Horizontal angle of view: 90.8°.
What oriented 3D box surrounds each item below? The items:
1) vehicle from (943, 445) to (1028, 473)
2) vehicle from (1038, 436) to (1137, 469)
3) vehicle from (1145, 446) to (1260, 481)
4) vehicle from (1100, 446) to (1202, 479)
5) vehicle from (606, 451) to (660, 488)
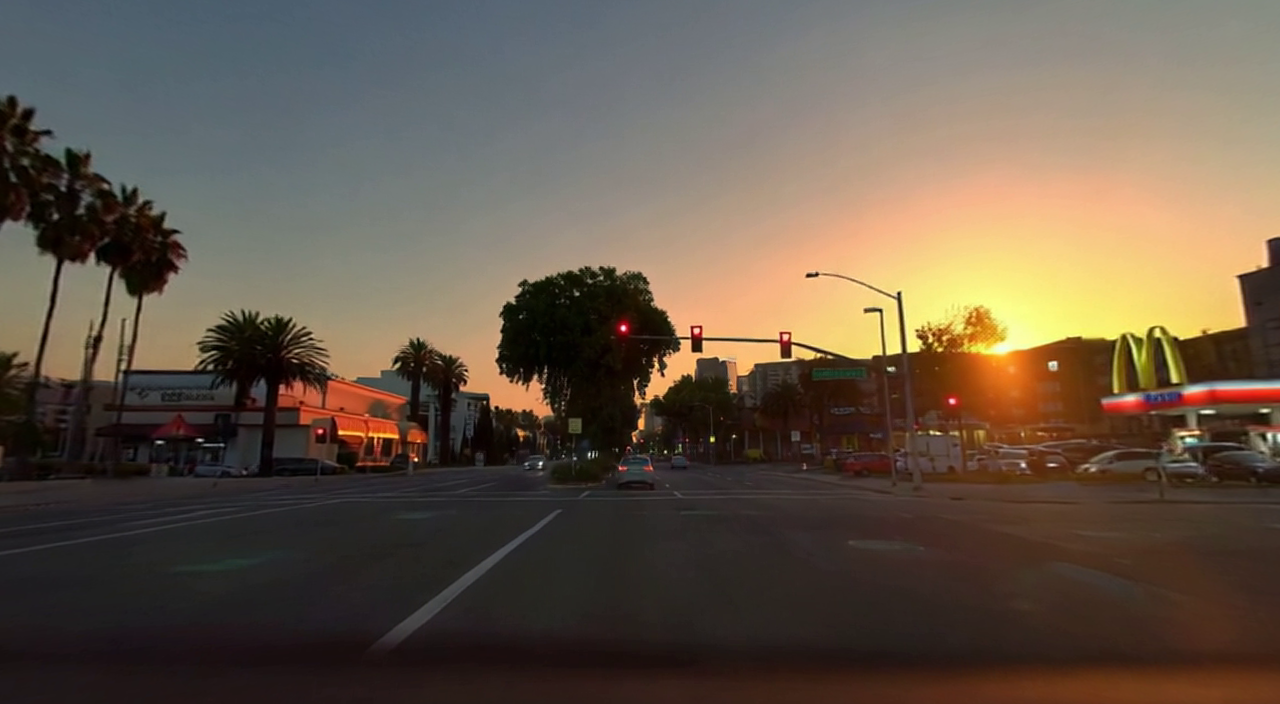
[{"bbox_3d":[19.400,6.015,35.659,3.833,1.495,1.892,-3,-9,17],"label":"vehicle"},{"bbox_3d":[24.344,5.518,34.514,3.783,1.560,1.853,-4,-11,9],"label":"vehicle"},{"bbox_3d":[26.207,5.182,29.630,1.923,1.501,3.849,0,-9,2],"label":"vehicle"},{"bbox_3d":[24.132,5.218,30.002,1.738,1.462,3.609,0,-9,0],"label":"vehicle"},{"bbox_3d":[-0.348,5.277,28.714,2.270,1.475,4.571,0,-9,-1],"label":"vehicle"}]
